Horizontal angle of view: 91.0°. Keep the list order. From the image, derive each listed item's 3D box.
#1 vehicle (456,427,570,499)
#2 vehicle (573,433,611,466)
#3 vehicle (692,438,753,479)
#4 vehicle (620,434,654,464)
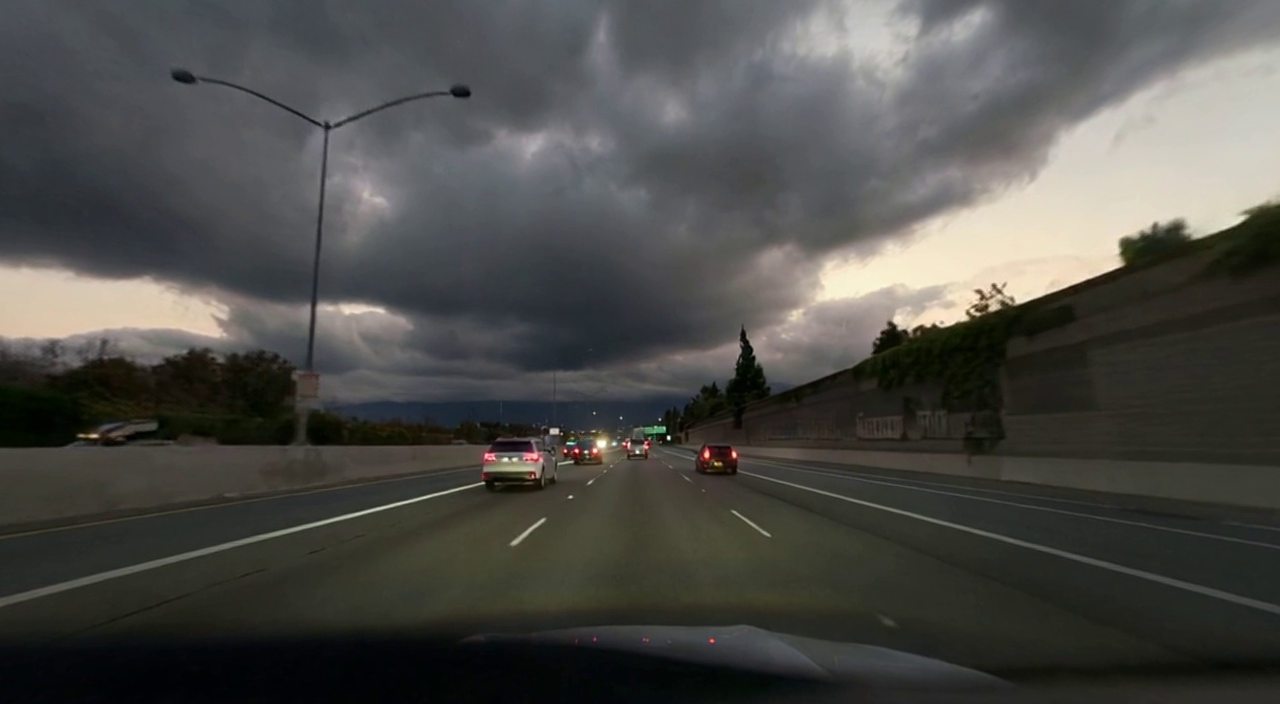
[{"bbox_3d":[-3.544,3.232,18.791,2.184,1.819,5.441,0,-9,1],"label":"vehicle"},{"bbox_3d":[-3.372,7.048,45.472,2.378,2.214,4.352,0,-9,0],"label":"vehicle"},{"bbox_3d":[3.838,5.053,30.130,2.224,1.752,4.487,0,-9,-1],"label":"vehicle"},{"bbox_3d":[-0.197,7.525,48.867,2.485,2.215,5.199,0,-9,0],"label":"vehicle"}]
